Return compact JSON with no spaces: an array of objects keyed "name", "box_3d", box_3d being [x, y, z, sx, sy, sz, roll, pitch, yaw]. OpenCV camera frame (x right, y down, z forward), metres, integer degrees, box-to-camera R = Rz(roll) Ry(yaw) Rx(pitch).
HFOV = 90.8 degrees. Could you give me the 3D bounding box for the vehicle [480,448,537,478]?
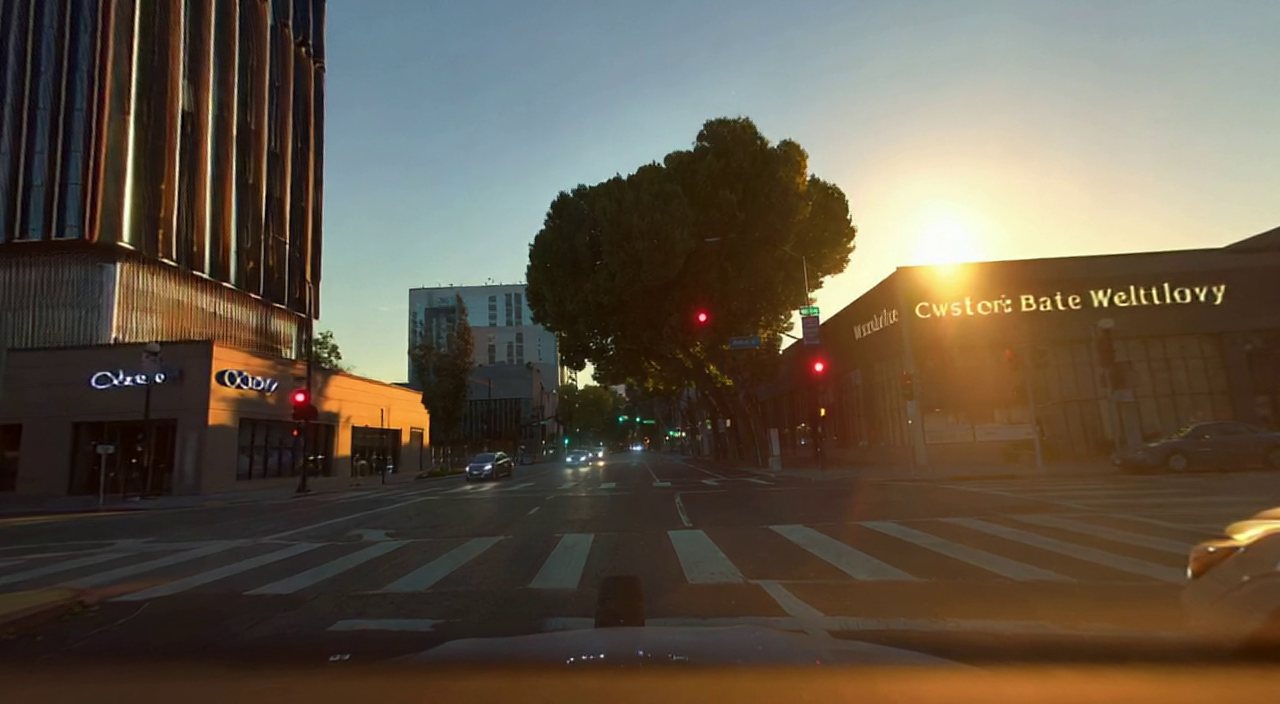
[{"name":"vehicle","box_3d":[-6.930,5.885,33.731,1.893,1.451,4.276,-1,-9,3]}]
